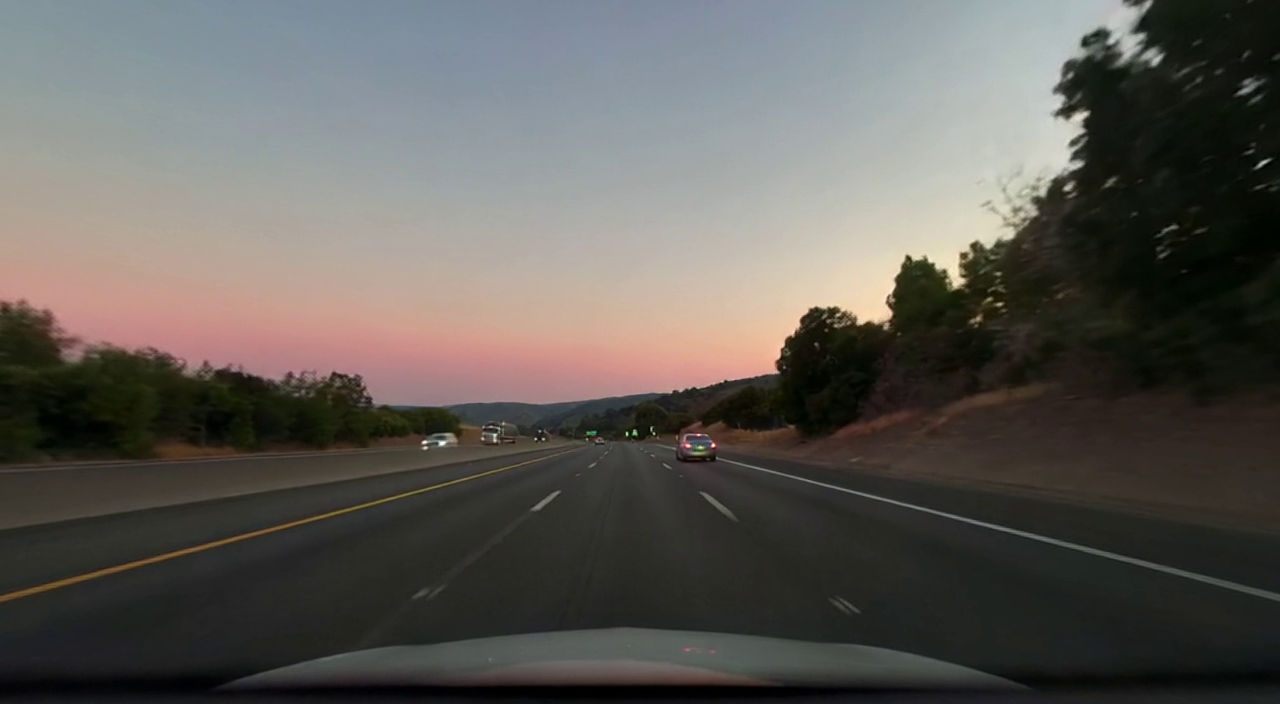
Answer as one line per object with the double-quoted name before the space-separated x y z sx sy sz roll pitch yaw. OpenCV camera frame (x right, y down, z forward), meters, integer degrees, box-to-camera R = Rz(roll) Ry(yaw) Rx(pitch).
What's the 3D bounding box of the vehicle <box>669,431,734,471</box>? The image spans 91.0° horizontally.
"vehicle" 2.701 4.507 28.798 2.349 1.651 4.161 0 -8 -2
